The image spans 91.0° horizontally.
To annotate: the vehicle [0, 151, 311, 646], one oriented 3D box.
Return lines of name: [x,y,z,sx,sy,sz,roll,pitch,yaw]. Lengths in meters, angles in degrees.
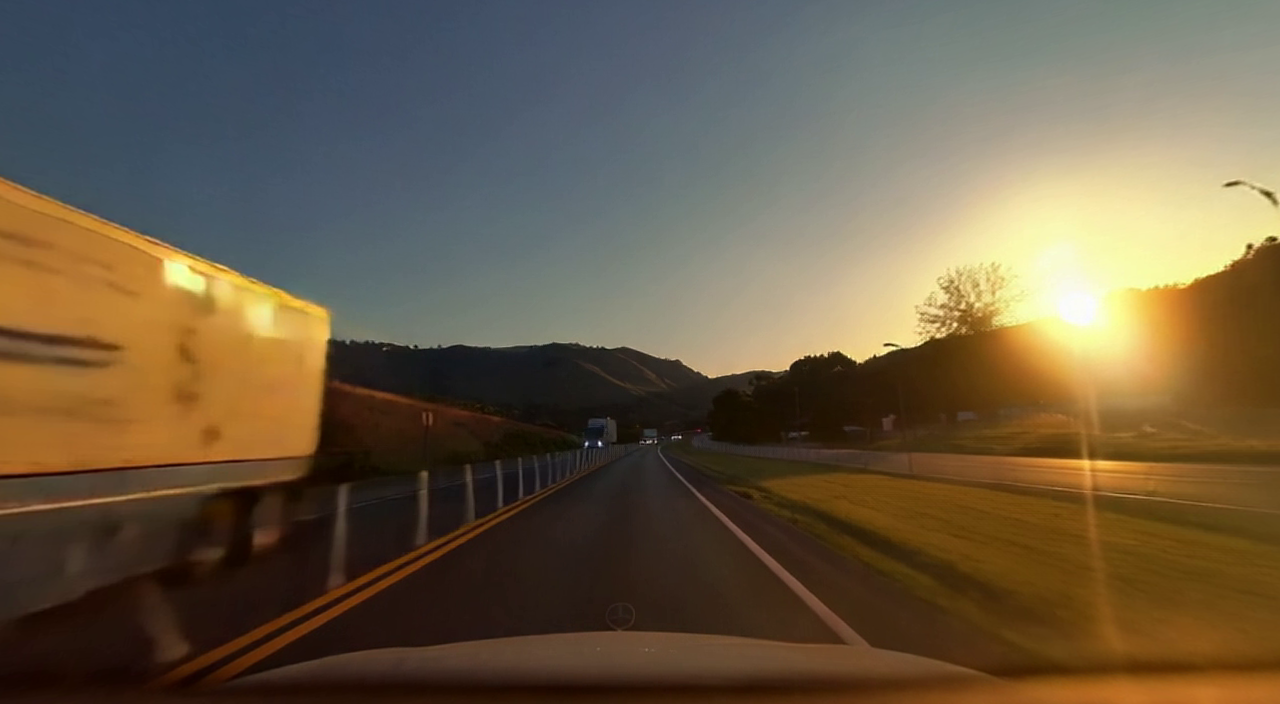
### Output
vehicle: [-5.873,0.253,3.852,2.751,3.436,8.990,-1,-8,1]
